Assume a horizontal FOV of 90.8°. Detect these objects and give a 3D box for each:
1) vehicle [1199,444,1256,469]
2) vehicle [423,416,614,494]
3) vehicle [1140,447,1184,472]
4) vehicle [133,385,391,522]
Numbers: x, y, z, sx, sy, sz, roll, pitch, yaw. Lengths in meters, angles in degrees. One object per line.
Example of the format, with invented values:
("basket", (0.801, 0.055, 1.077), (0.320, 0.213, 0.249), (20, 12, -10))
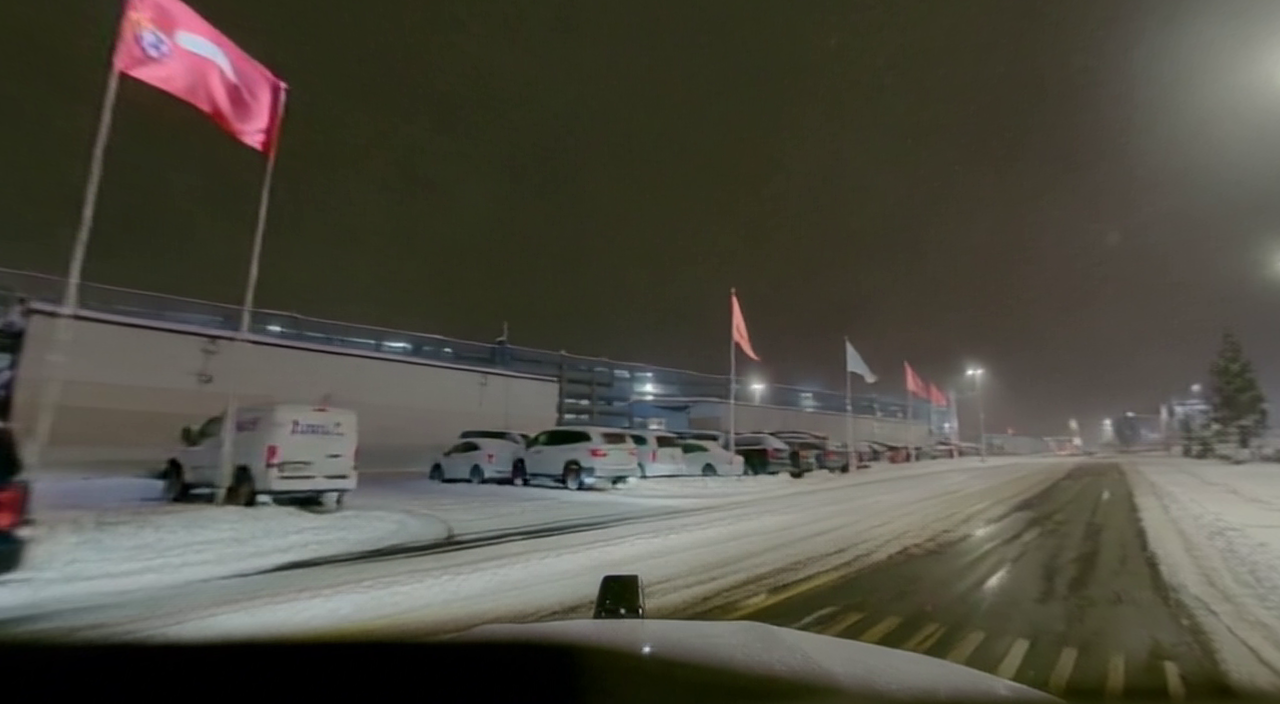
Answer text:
("vehicle", (44.156, 7.839, 47.439), (4.342, 1.753, 2.021), (5, -10, -34))
("vehicle", (-4.074, 3.222, 20.286), (6.632, 2.126, 2.228), (-6, -9, 38))
("vehicle", (36.126, 7.413, 43.809), (2.026, 1.659, 4.314), (-7, -10, 37))
("vehicle", (-8.259, 2.145, 13.592), (5.986, 2.324, 2.491), (-7, -11, 36))
